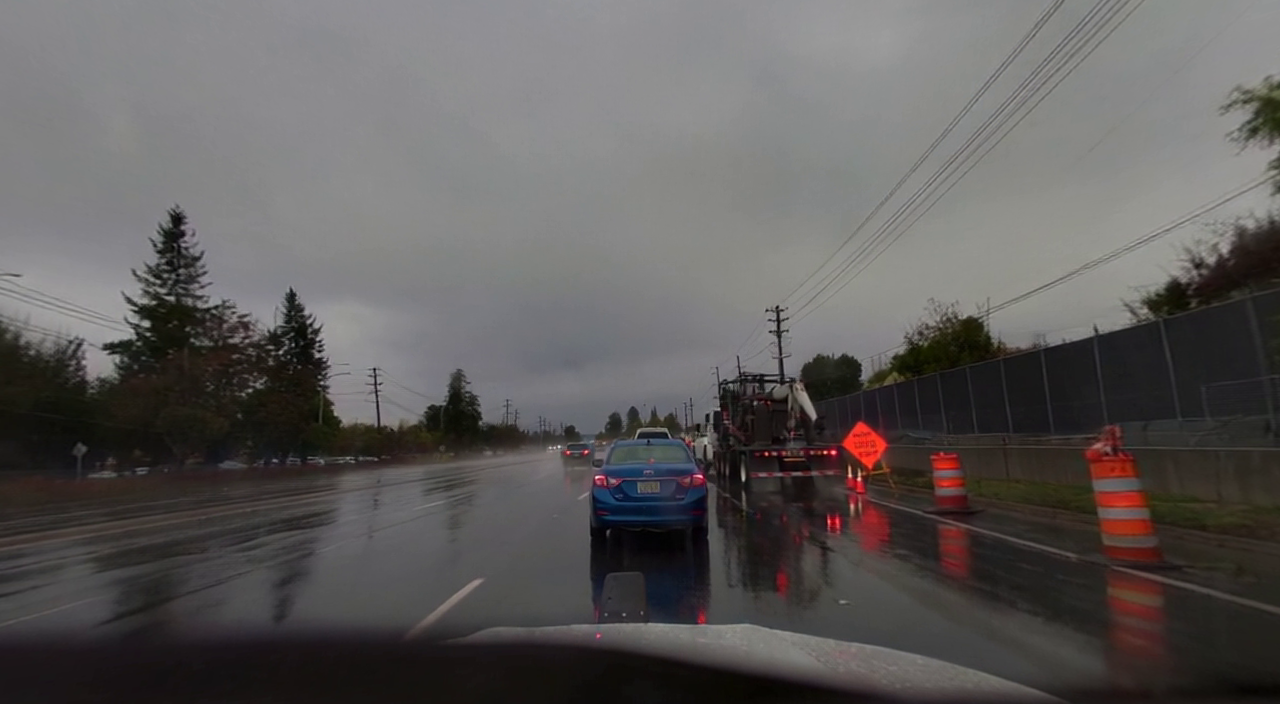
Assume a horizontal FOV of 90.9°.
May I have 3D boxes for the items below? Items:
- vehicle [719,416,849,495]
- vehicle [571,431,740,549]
[{"bbox_3d":[4.104,3.141,19.437,2.555,2.017,6.201,0,-8,0],"label":"vehicle"},{"bbox_3d":[0.201,2.059,10.142,2.128,1.473,4.272,0,-8,0],"label":"vehicle"}]
